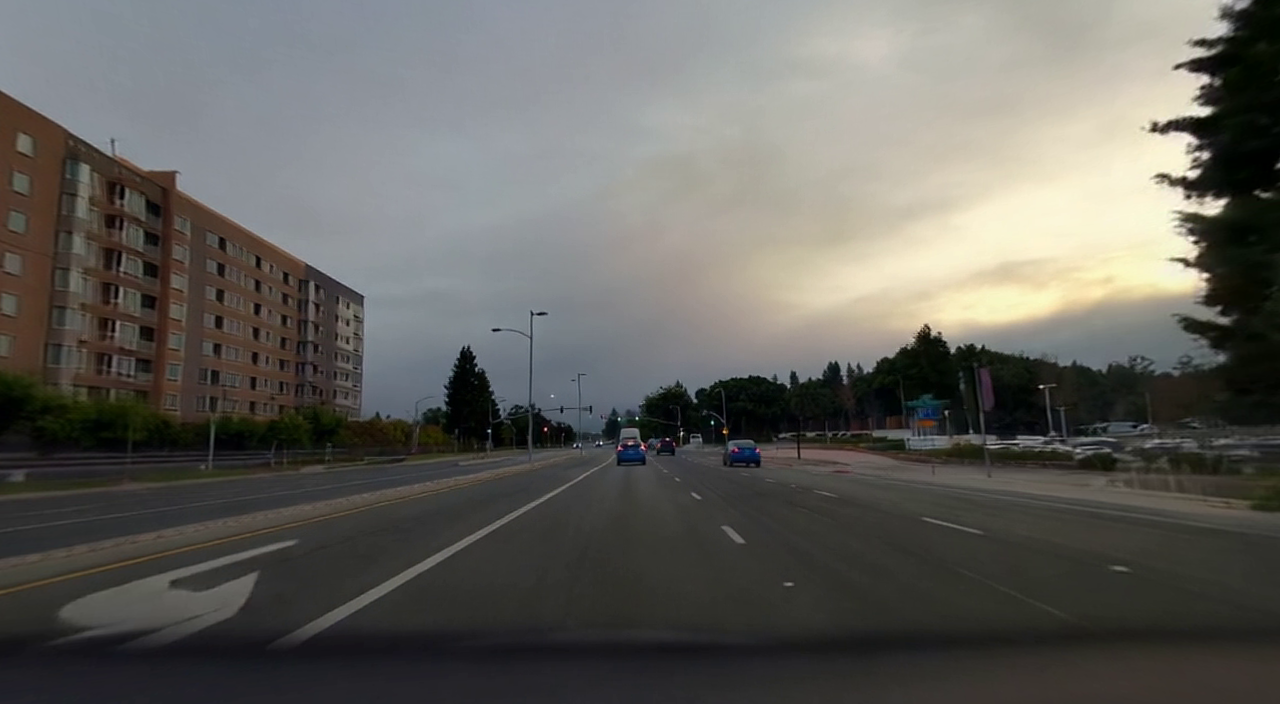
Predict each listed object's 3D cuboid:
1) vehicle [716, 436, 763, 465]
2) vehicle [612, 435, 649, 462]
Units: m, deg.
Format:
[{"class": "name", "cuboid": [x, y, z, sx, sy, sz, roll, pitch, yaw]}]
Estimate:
[{"class": "vehicle", "cuboid": [6.555, 6.547, 41.954, 2.136, 1.799, 4.796, 1, -9, -2]}, {"class": "vehicle", "cuboid": [-0.691, 7.462, 48.801, 2.682, 1.908, 5.706, 0, -9, -1]}]
